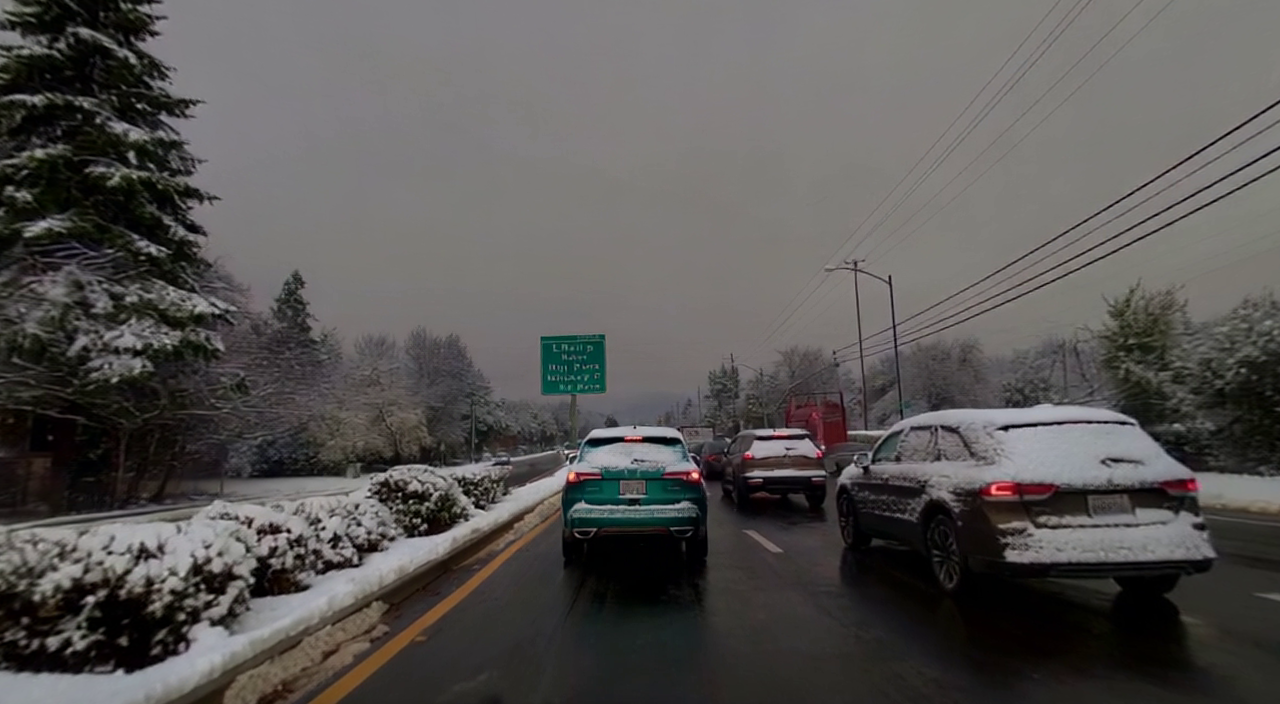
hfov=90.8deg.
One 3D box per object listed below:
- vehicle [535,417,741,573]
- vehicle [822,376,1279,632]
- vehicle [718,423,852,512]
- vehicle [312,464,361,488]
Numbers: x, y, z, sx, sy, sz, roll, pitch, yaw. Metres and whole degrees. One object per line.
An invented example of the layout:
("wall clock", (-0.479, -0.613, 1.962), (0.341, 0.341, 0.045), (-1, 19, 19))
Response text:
("vehicle", (-0.064, 1.845, 8.943), (2.199, 1.641, 4.232), (0, -8, -1))
("vehicle", (3.512, 1.328, 6.431), (2.001, 1.707, 4.250), (0, -8, -1))
("vehicle", (3.276, 2.719, 15.353), (2.097, 1.818, 4.625), (0, -8, -1))
("vehicle", (-22.906, 9.368, 47.827), (1.847, 1.554, 3.926), (0, -8, -1))
